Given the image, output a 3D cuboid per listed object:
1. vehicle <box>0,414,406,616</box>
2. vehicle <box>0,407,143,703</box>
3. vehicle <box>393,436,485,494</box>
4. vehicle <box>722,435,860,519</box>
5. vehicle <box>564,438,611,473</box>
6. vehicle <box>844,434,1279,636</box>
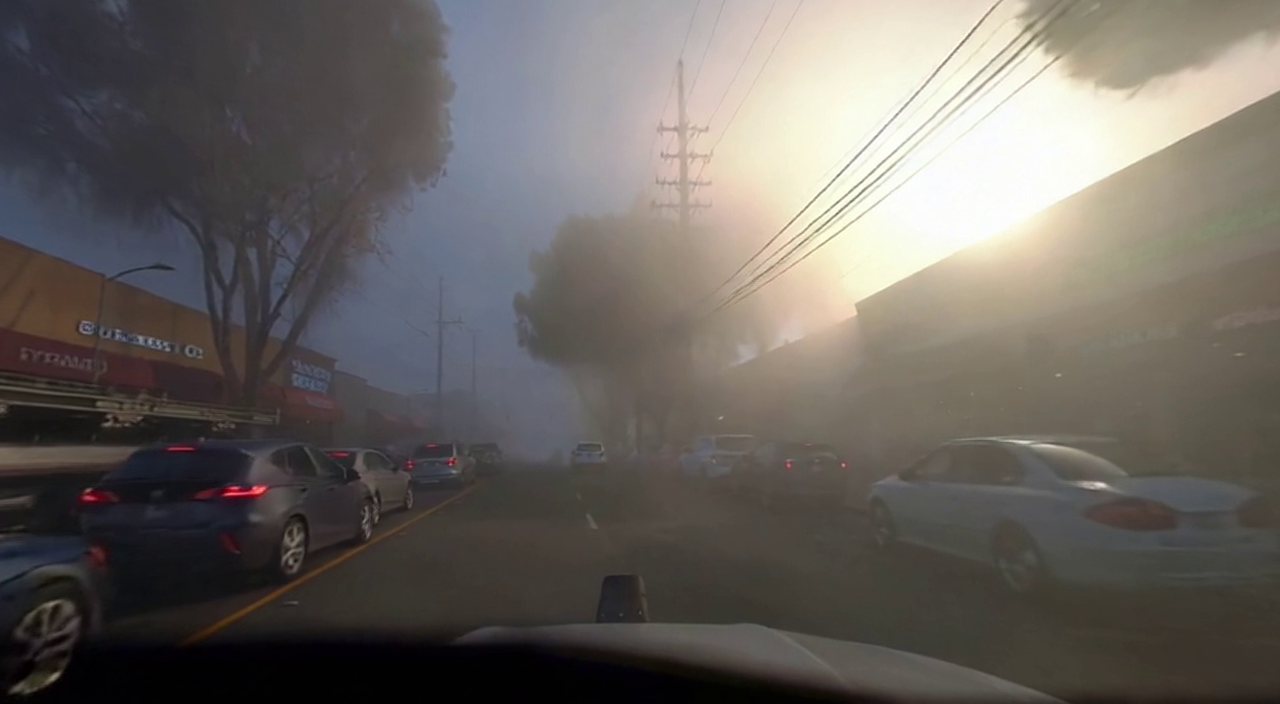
[{"bbox_3d":[-4.925,1.852,8.391,2.343,1.788,5.038,1,-9,-8],"label":"vehicle"},{"bbox_3d":[-4.125,0.906,1.796,2.087,1.646,4.563,1,-8,-7],"label":"vehicle"},{"bbox_3d":[-7.119,4.027,22.971,2.341,1.825,4.924,1,-8,-8],"label":"vehicle"},{"bbox_3d":[3.428,2.898,15.231,1.882,1.704,4.055,1,-9,-7],"label":"vehicle"},{"bbox_3d":[-3.155,6.050,37.246,2.440,1.882,4.611,1,-9,-8],"label":"vehicle"},{"bbox_3d":[4.428,1.794,7.434,2.059,1.550,4.703,1,-8,-6],"label":"vehicle"}]
